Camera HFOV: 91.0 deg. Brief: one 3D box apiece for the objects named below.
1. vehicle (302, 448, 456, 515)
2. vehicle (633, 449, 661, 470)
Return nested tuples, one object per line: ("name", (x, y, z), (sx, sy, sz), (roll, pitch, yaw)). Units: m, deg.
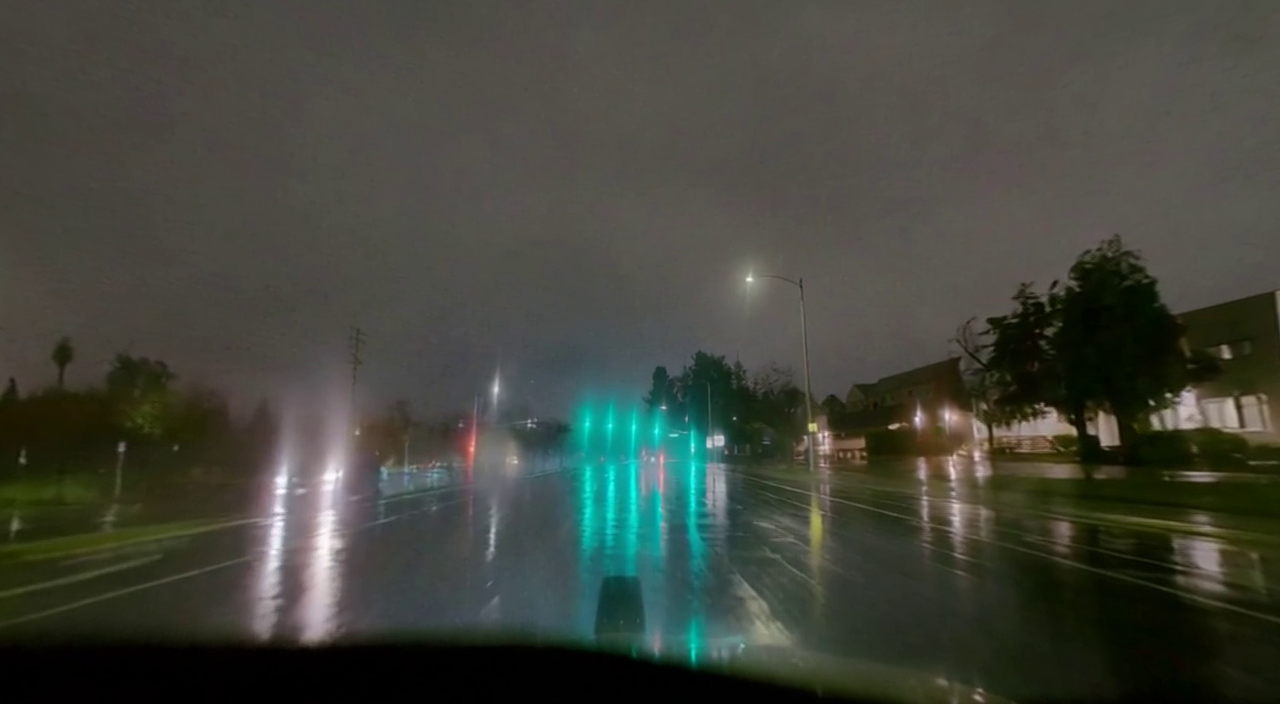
("vehicle", (-6.516, 3.252, 16.358), (2.014, 1.472, 4.357), (0, -9, 2))
("vehicle", (0.528, 8.266, 48.570), (2.106, 1.517, 4.375), (0, -9, 0))
